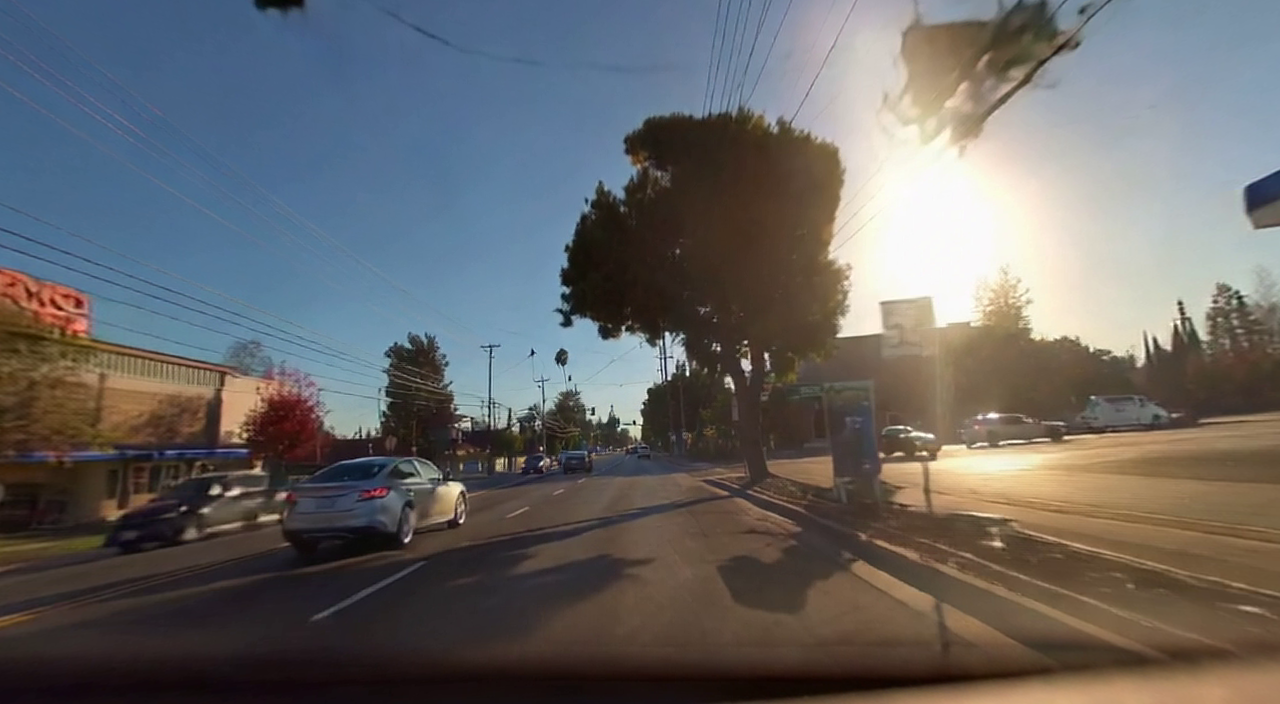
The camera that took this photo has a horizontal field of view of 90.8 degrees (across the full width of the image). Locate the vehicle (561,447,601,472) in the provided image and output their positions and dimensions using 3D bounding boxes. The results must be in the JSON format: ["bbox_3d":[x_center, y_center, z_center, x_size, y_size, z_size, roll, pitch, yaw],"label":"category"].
[{"bbox_3d":[-3.569,6.577,38.856,1.943,1.455,4.414,-1,-9,2],"label":"vehicle"}]

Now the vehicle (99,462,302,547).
[{"bbox_3d":[-11.262,3.871,16.696,2.097,1.581,4.583,-7,-9,0],"label":"vehicle"}]

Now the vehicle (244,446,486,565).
[{"bbox_3d":[-3.953,2.240,10.104,1.704,1.430,4.587,0,-9,1],"label":"vehicle"}]

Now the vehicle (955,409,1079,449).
[{"bbox_3d":[19.142,3.986,32.333,4.817,1.919,2.308,-1,-9,8],"label":"vehicle"}]

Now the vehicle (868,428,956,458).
[{"bbox_3d":[14.188,4.783,33.101,3.830,1.474,1.771,-2,-9,9],"label":"vehicle"}]
